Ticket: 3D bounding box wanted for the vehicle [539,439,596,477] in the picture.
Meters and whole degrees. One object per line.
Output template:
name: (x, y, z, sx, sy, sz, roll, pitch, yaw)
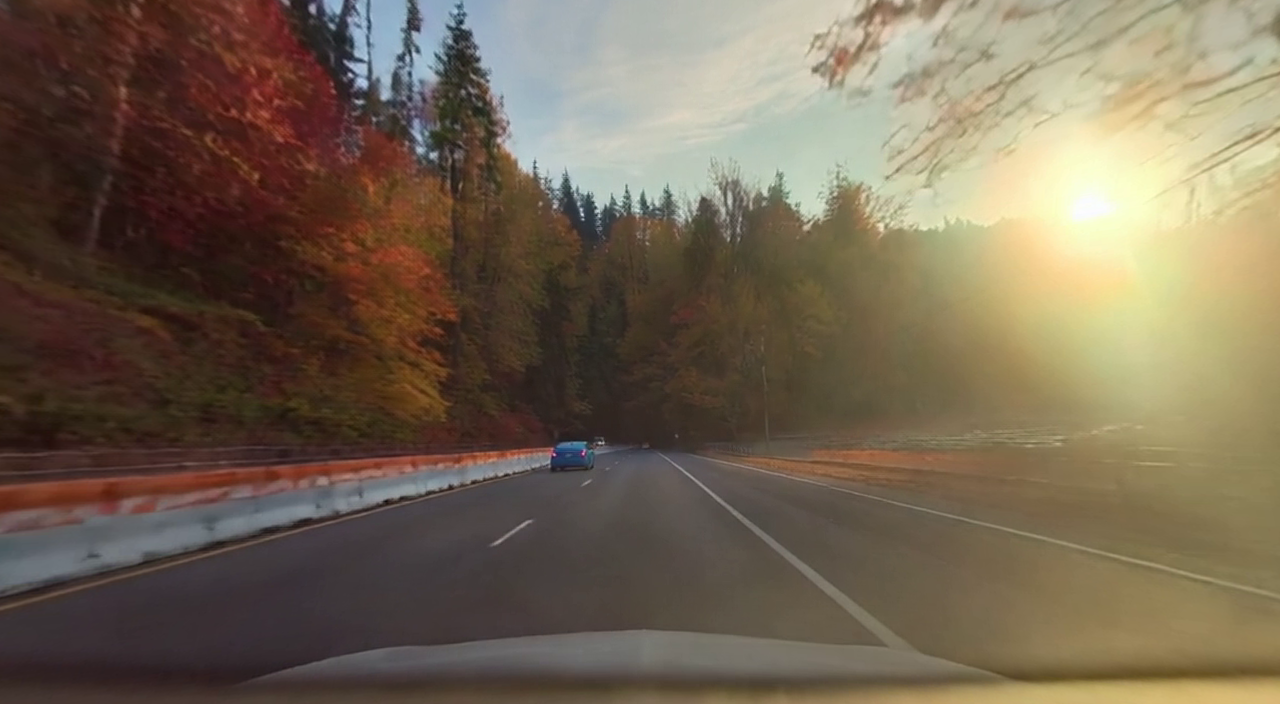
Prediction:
vehicle: (-2.999, 4.497, 26.993, 1.902, 1.505, 4.016, 0, -8, 1)
